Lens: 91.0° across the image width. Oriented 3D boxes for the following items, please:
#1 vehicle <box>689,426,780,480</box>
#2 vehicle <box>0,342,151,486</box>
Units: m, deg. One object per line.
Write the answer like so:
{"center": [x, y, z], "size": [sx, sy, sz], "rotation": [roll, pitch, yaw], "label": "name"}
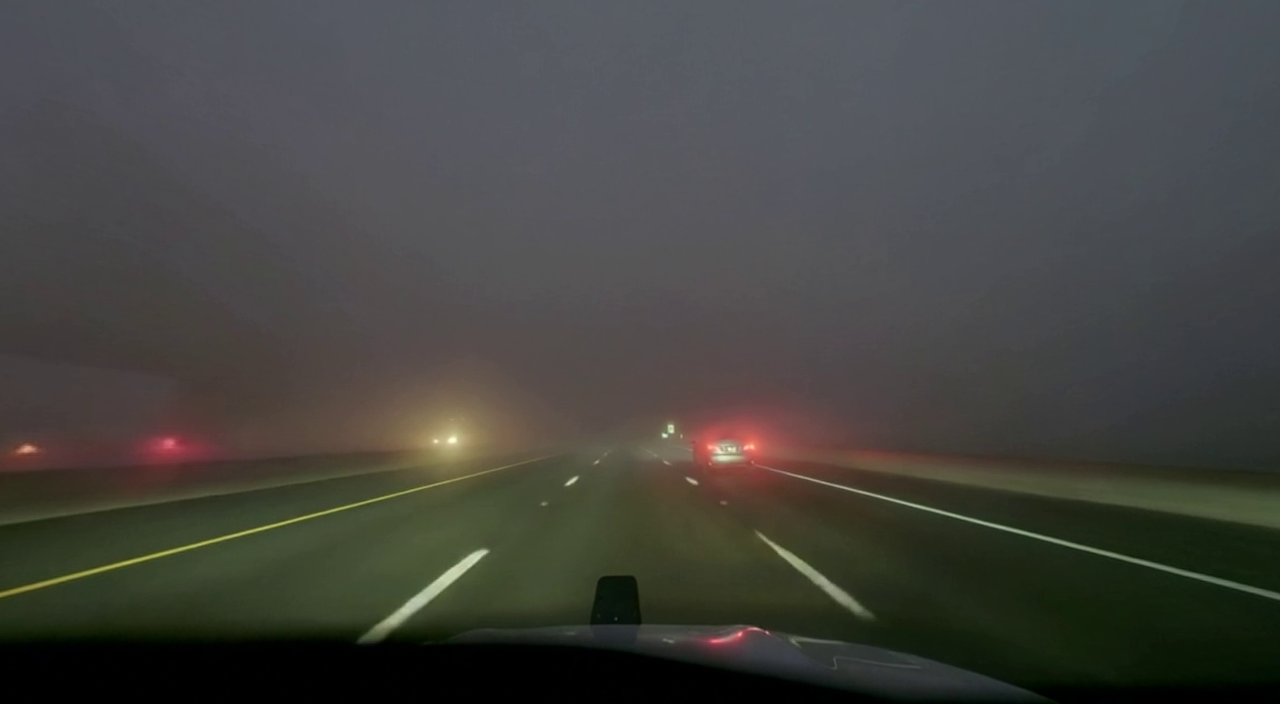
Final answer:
{"center": [3.096, 3.426, 21.634], "size": [2.349, 1.651, 4.161], "rotation": [0, -8, -2], "label": "vehicle"}
{"center": [-19.572, 1.957, 19.081], "size": [2.876, 4.042, 8.257], "rotation": [0, -8, -1], "label": "vehicle"}
